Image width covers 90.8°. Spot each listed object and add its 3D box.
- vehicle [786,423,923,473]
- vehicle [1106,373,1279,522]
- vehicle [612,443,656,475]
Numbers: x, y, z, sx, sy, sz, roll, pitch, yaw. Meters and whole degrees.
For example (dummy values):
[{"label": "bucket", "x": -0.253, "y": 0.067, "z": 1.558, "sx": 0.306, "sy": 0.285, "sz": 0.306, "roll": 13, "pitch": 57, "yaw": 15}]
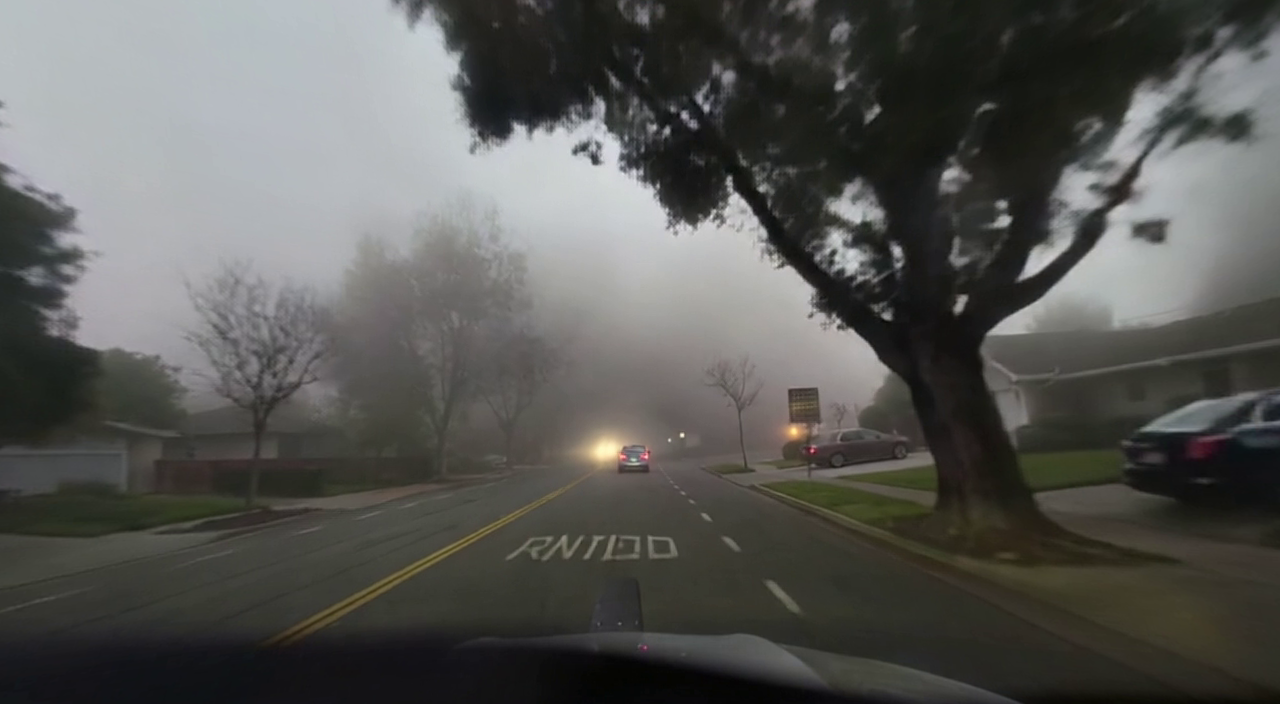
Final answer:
[{"label": "vehicle", "x": 8.689, "y": 3.940, "z": 25.936, "sx": 4.740, "sy": 1.467, "sz": 2.074, "roll": -6, "pitch": -8, "yaw": -3}, {"label": "vehicle", "x": 9.524, "y": 1.126, "z": 8.643, "sx": 4.634, "sy": 1.723, "sz": 1.966, "roll": -4, "pitch": -8, "yaw": -2}, {"label": "vehicle", "x": -0.307, "y": 5.443, "z": 32.325, "sx": 2.098, "sy": 1.483, "sz": 4.099, "roll": 0, "pitch": -9, "yaw": 0}]
